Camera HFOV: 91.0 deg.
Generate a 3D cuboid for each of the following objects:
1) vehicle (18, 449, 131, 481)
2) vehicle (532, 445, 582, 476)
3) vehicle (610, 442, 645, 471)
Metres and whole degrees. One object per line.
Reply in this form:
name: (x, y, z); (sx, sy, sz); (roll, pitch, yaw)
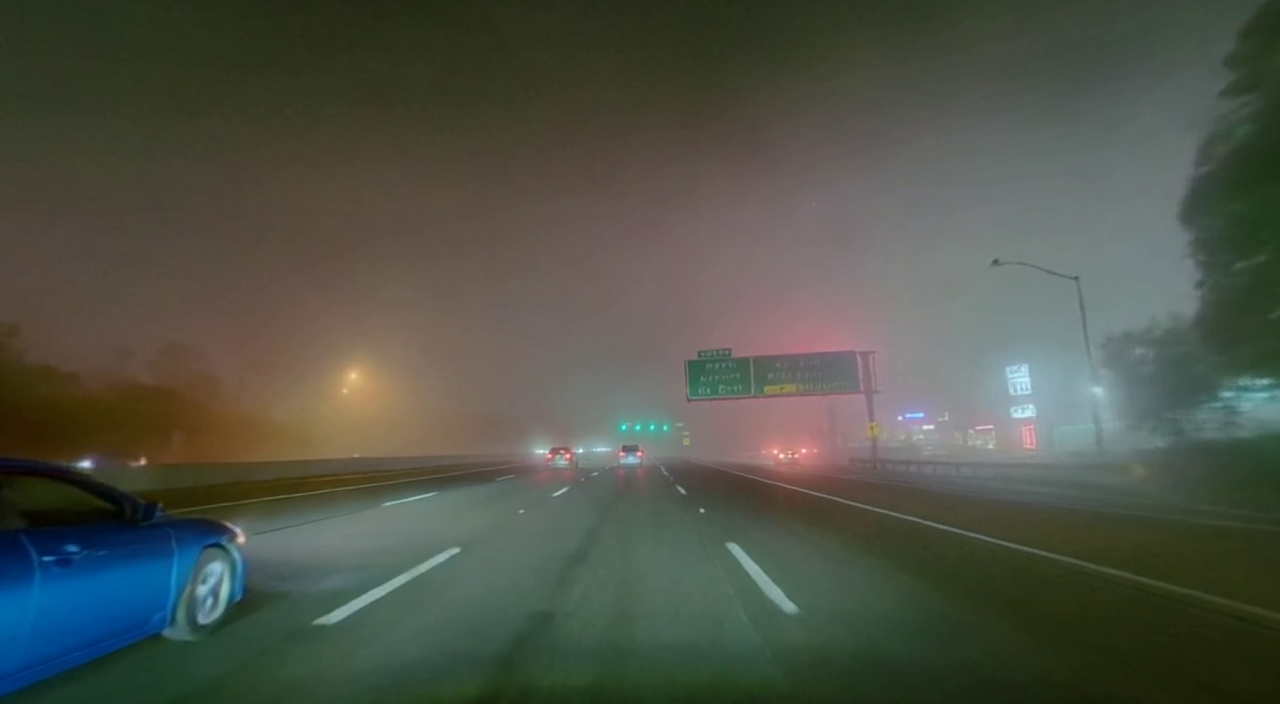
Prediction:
vehicle: (-29.844, 5.949, 33.453); (1.881, 1.532, 4.469); (0, -9, -1)
vehicle: (-4.498, 5.964, 34.926); (2.071, 1.553, 4.388); (0, -9, 1)
vehicle: (-0.763, 6.661, 40.308); (2.102, 1.692, 4.057); (0, -9, 1)
